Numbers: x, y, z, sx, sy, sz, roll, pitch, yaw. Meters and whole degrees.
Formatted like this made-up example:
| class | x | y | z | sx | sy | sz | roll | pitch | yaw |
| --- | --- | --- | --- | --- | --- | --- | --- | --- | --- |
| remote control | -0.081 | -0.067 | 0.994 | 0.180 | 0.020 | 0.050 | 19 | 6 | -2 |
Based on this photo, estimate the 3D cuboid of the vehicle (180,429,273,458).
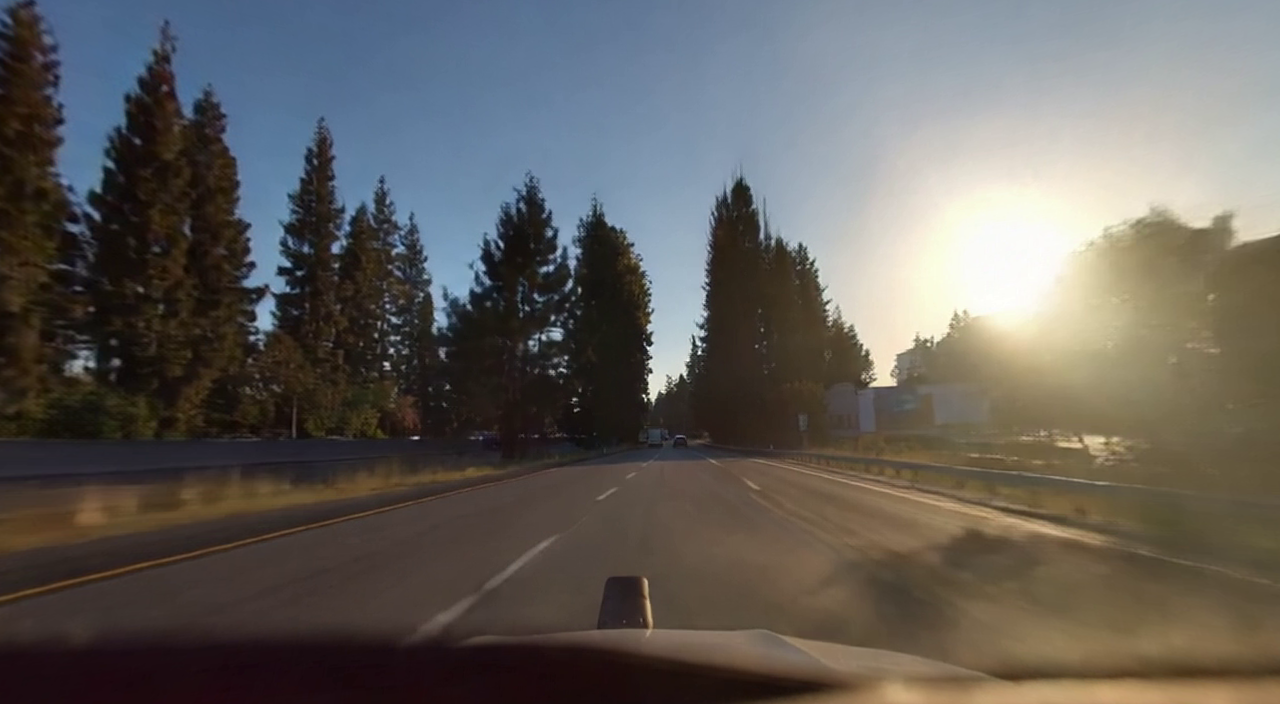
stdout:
| class | x | y | z | sx | sy | sz | roll | pitch | yaw |
| --- | --- | --- | --- | --- | --- | --- | --- | --- | --- |
| vehicle | -25.798 | 5.764 | 39.566 | 2.385 | 1.674 | 4.715 | -1 | -8 | 5 |
